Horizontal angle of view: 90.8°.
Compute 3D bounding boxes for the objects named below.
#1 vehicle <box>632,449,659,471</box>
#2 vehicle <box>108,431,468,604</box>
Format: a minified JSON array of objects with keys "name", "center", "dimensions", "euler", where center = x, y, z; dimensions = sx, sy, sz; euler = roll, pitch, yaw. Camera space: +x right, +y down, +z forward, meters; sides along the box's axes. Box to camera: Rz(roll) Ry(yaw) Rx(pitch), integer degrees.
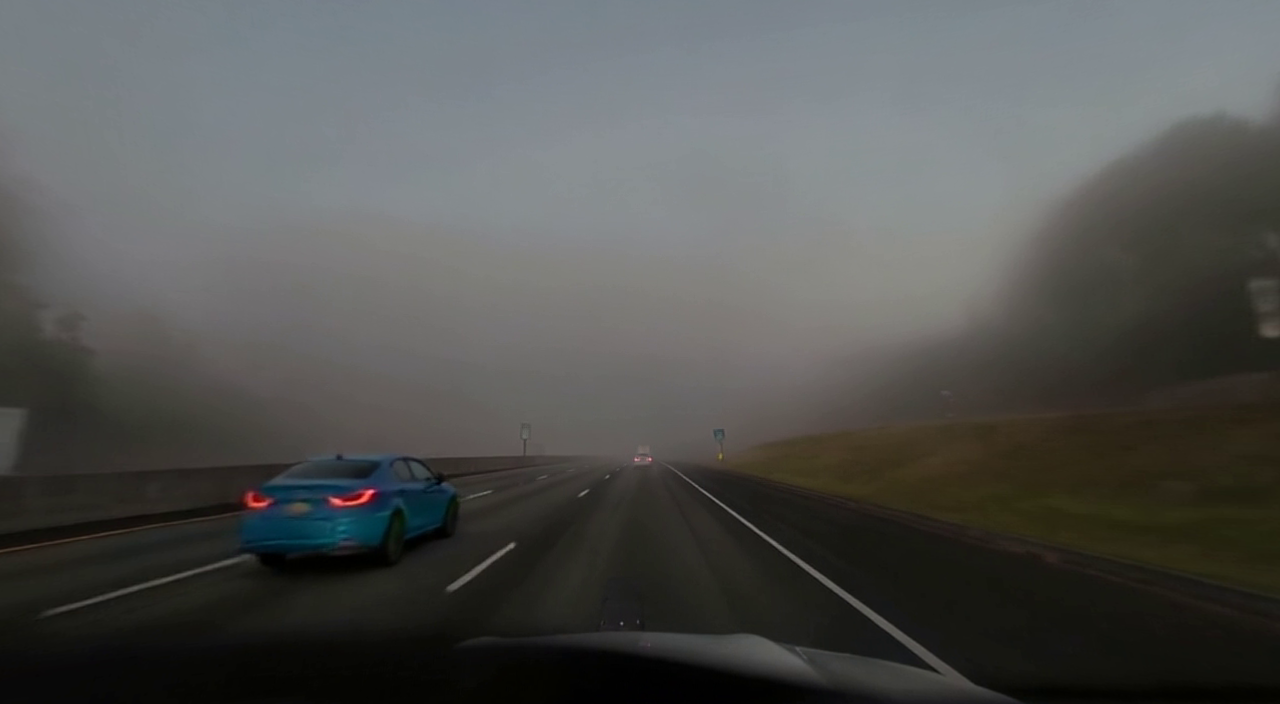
[{"name":"vehicle","center":[0.376,7.899,46.225],"dimensions":[1.908,1.515,3.871],"euler":[0,-9,0]},{"name":"vehicle","center":[-3.653,1.773,7.635],"dimensions":[1.978,1.498,4.080],"euler":[0,-9,0]}]
